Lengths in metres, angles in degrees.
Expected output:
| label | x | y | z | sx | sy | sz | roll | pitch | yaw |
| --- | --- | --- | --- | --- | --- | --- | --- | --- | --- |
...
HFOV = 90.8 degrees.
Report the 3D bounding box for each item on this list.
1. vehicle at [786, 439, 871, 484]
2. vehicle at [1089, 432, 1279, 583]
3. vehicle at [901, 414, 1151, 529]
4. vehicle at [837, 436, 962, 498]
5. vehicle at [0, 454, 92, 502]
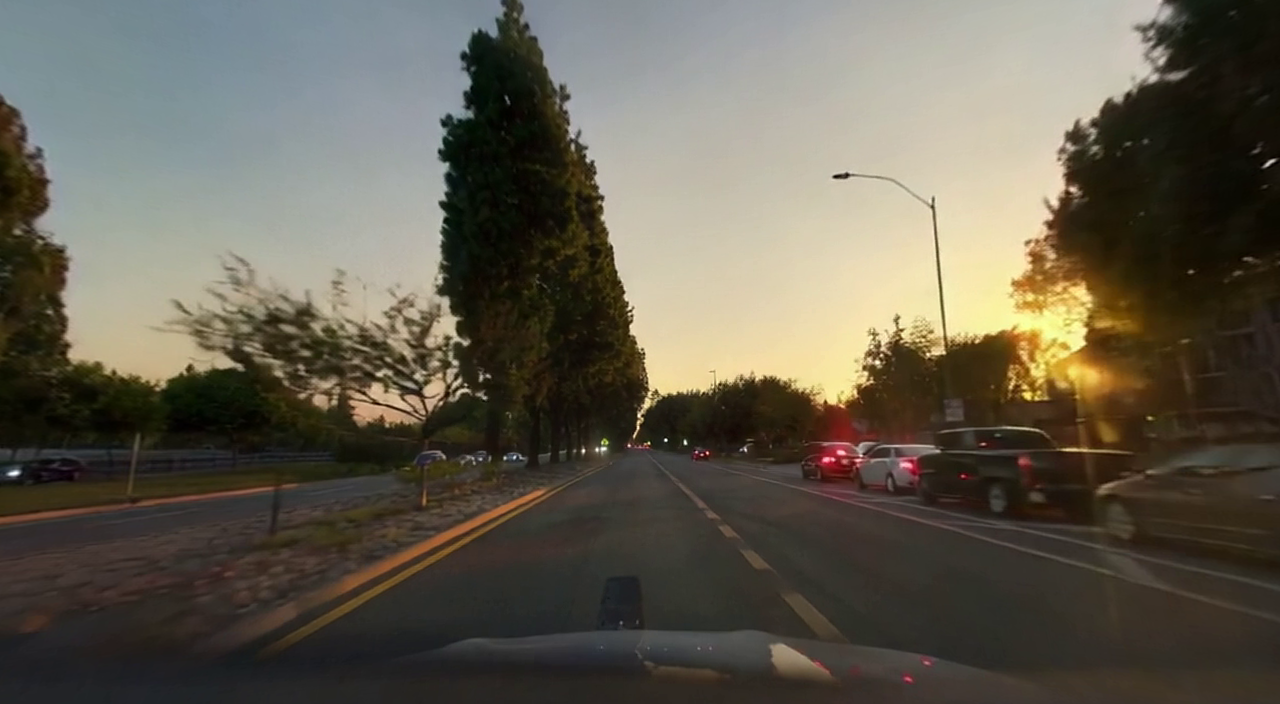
| label | x | y | z | sx | sy | sz | roll | pitch | yaw |
| --- | --- | --- | --- | --- | --- | --- | --- | --- | --- |
| vehicle | 7.197 | 4.223 | 24.638 | 1.838 | 1.554 | 4.607 | 0 | -8 | -1 |
| vehicle | 7.340 | 1.565 | 6.448 | 1.975 | 1.479 | 4.632 | 0 | -8 | -2 |
| vehicle | 7.371 | 2.319 | 12.838 | 1.998 | 1.873 | 4.659 | 0 | -8 | -1 |
| vehicle | 7.426 | 3.317 | 18.608 | 1.773 | 1.575 | 4.168 | 0 | -8 | -2 |
| vehicle | -27.688 | 5.568 | 28.245 | 2.180 | 1.915 | 5.140 | 1 | -9 | -7 |
